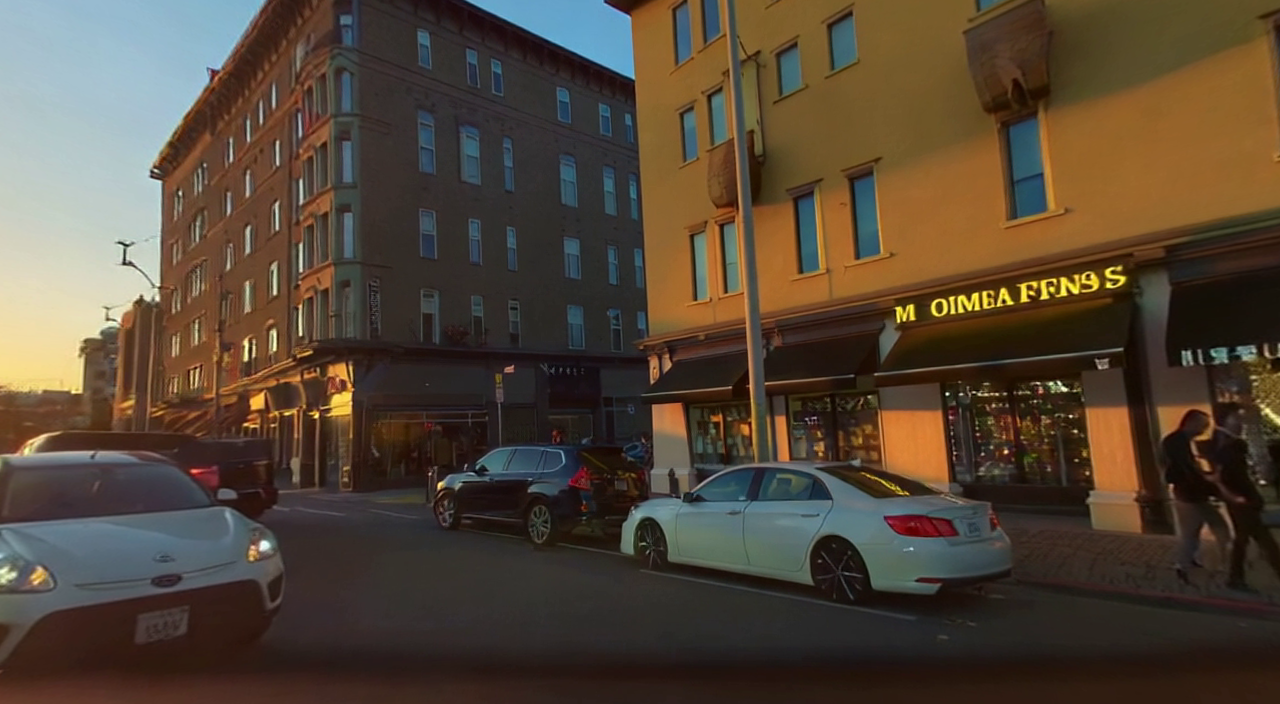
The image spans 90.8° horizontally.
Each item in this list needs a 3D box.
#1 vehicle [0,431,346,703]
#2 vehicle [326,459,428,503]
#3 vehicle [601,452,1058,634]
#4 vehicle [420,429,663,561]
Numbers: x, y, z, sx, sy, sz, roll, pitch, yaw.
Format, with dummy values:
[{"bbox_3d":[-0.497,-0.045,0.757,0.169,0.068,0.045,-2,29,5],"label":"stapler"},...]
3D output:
[{"bbox_3d":[-4.370,1.357,4.579,4.330,1.458,1.932,-6,-10,32],"label":"vehicle"},{"bbox_3d":[-14.344,7.021,34.565,4.692,1.909,2.032,6,-17,-43],"label":"vehicle"},{"bbox_3d":[1.886,1.935,7.525,4.830,1.421,1.826,-8,-11,42],"label":"vehicle"},{"bbox_3d":[-1.921,2.379,11.317,4.580,1.853,1.862,-8,-12,43],"label":"vehicle"}]
